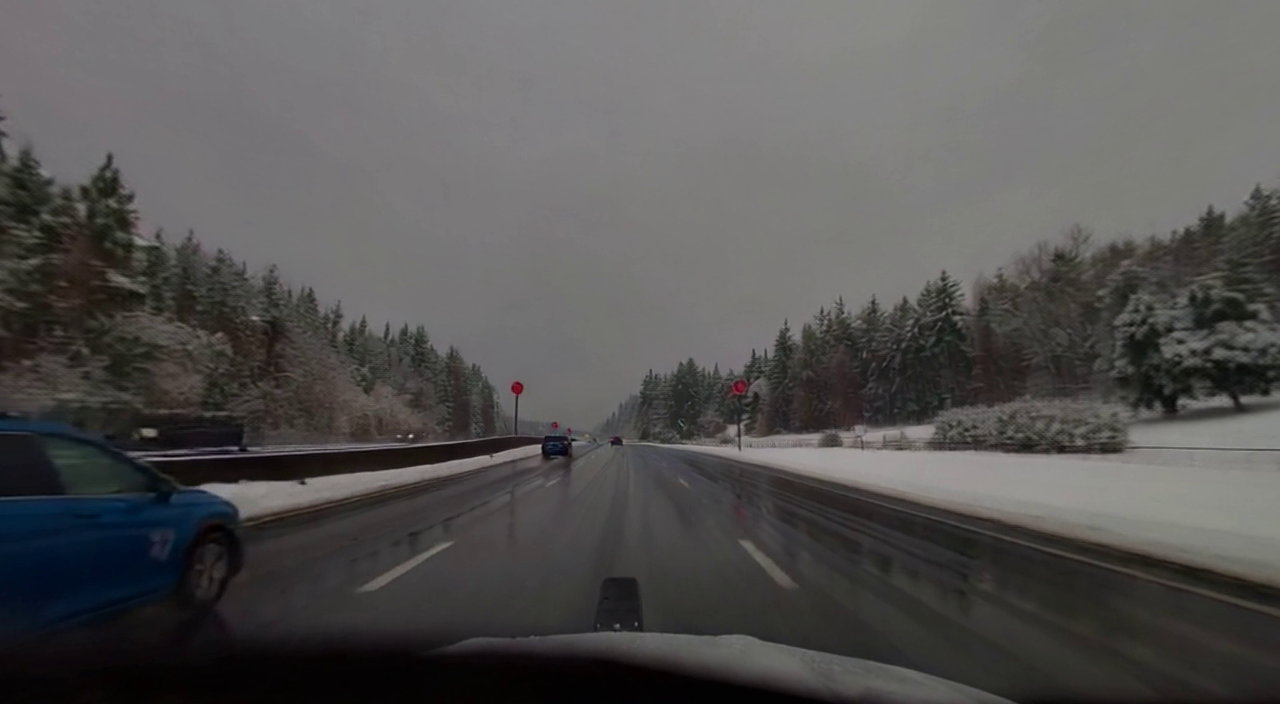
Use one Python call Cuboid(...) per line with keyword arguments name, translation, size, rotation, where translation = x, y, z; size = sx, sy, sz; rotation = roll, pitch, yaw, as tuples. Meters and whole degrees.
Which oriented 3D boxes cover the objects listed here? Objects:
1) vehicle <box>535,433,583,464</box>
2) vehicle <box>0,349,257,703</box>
Cuboid(name="vehicle", translation=(-3.899, 4.696, 30.934), size=(1.874, 1.369, 3.875), rotation=(0, -8, -1))
Cuboid(name="vehicle", translation=(-3.892, 0.724, 2.286), size=(2.047, 1.612, 4.631), rotation=(0, -8, 0))
